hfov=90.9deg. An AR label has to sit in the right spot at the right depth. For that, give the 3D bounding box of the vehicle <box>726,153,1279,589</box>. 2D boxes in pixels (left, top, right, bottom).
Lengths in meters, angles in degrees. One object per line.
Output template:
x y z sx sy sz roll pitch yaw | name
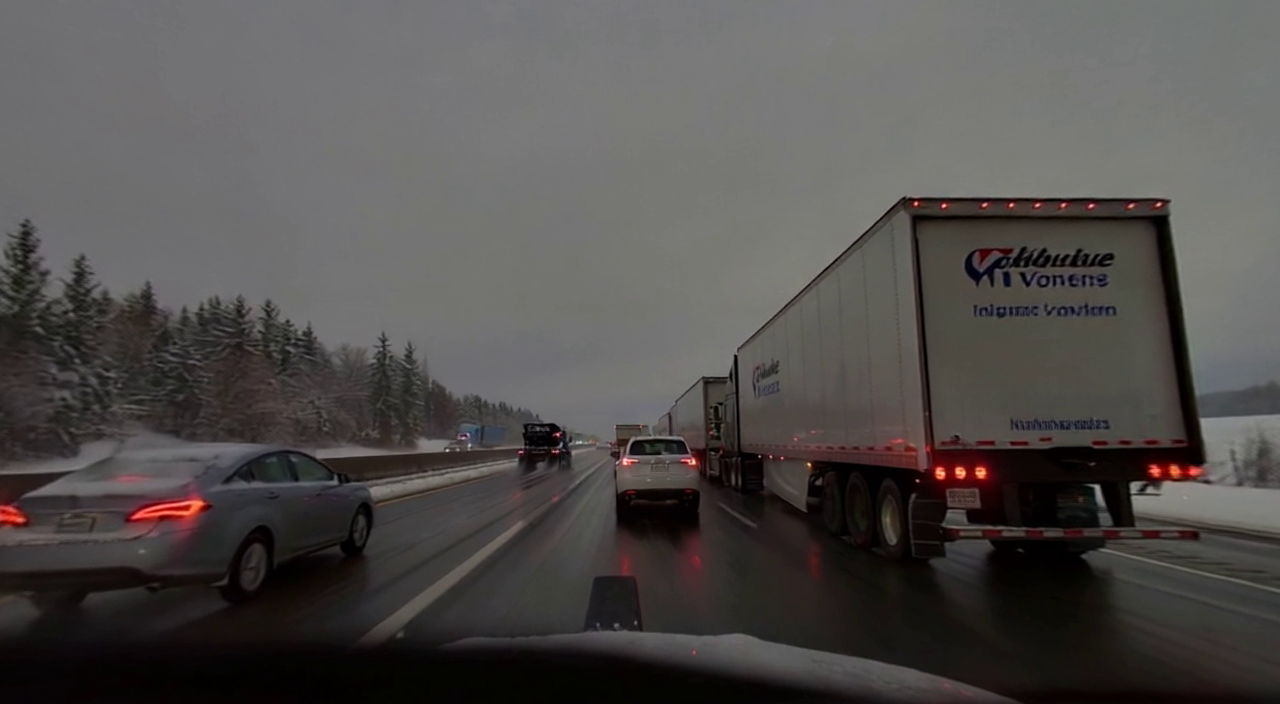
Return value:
4.344 1.063 13.011 2.883 4.070 14.423 0 -8 -1 | vehicle

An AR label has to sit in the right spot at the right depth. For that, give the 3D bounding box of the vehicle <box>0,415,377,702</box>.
-4.400 1.398 5.638 2.100 1.491 4.676 0 -8 0 | vehicle

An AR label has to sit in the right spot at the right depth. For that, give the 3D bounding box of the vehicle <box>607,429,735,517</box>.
0.450 2.385 13.057 2.200 1.495 4.282 0 -8 -2 | vehicle

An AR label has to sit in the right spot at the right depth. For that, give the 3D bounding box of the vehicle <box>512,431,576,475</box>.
-3.951 4.235 26.768 2.006 1.729 4.447 0 -8 0 | vehicle
